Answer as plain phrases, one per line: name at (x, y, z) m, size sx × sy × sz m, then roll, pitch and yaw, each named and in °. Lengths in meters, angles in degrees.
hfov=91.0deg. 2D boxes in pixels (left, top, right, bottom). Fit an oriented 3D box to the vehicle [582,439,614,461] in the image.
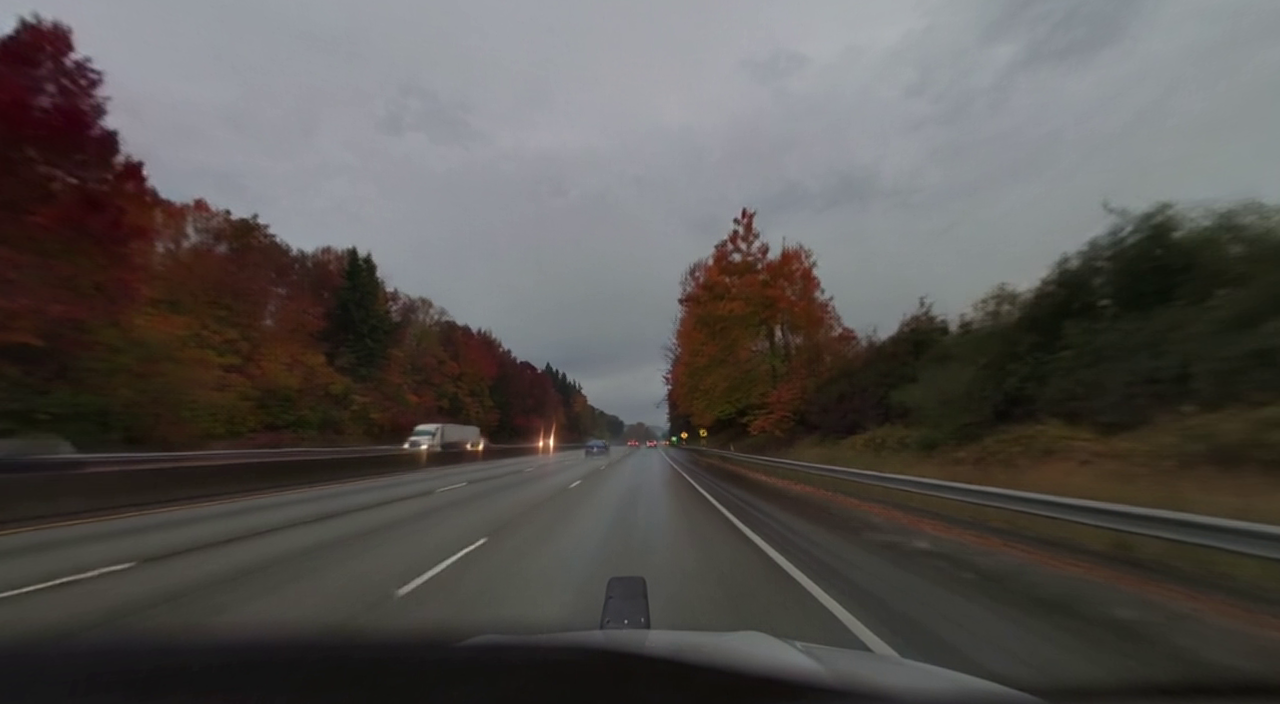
vehicle at (-3.275, 7.701, 49.626) m, size 2.123 × 1.643 × 4.479 m, roll 0°, pitch -8°, yaw 1°
